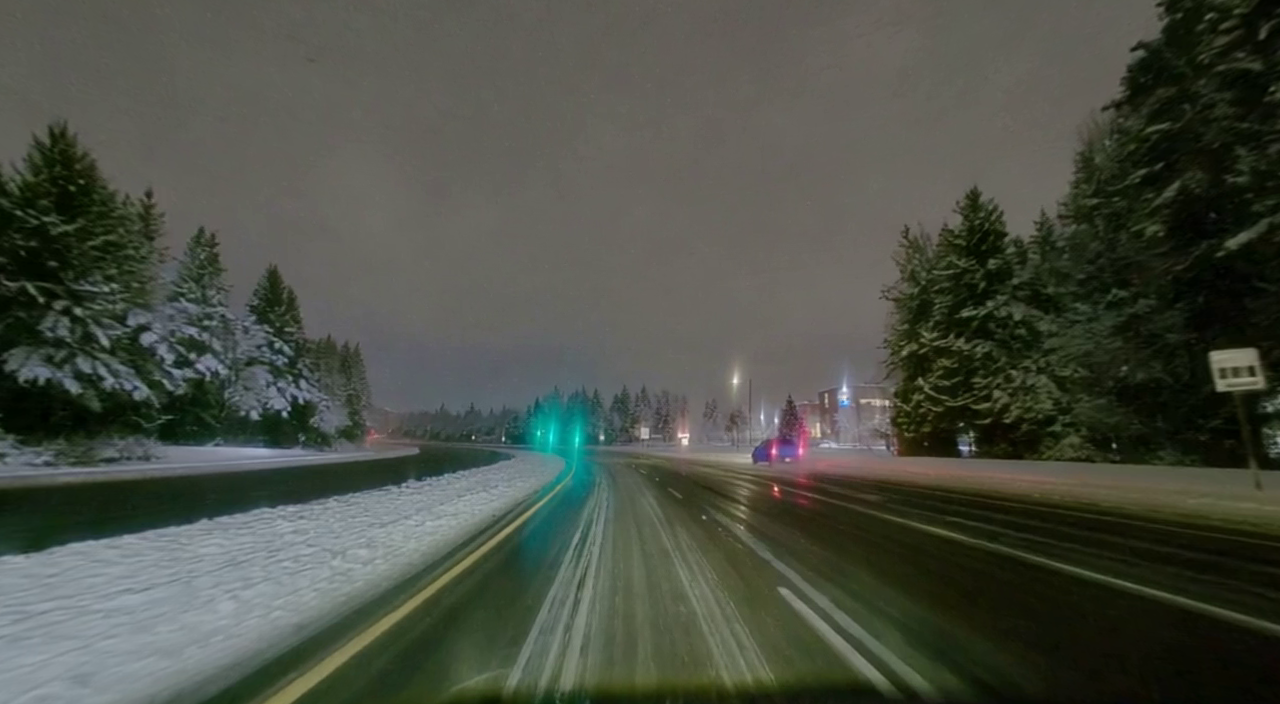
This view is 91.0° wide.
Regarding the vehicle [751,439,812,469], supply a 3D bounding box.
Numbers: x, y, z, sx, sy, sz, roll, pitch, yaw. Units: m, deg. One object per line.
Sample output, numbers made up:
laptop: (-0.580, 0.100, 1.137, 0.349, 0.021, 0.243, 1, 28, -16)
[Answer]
vehicle: (7.580, 5.513, 34.118, 1.908, 1.483, 4.474, 1, -9, -5)
